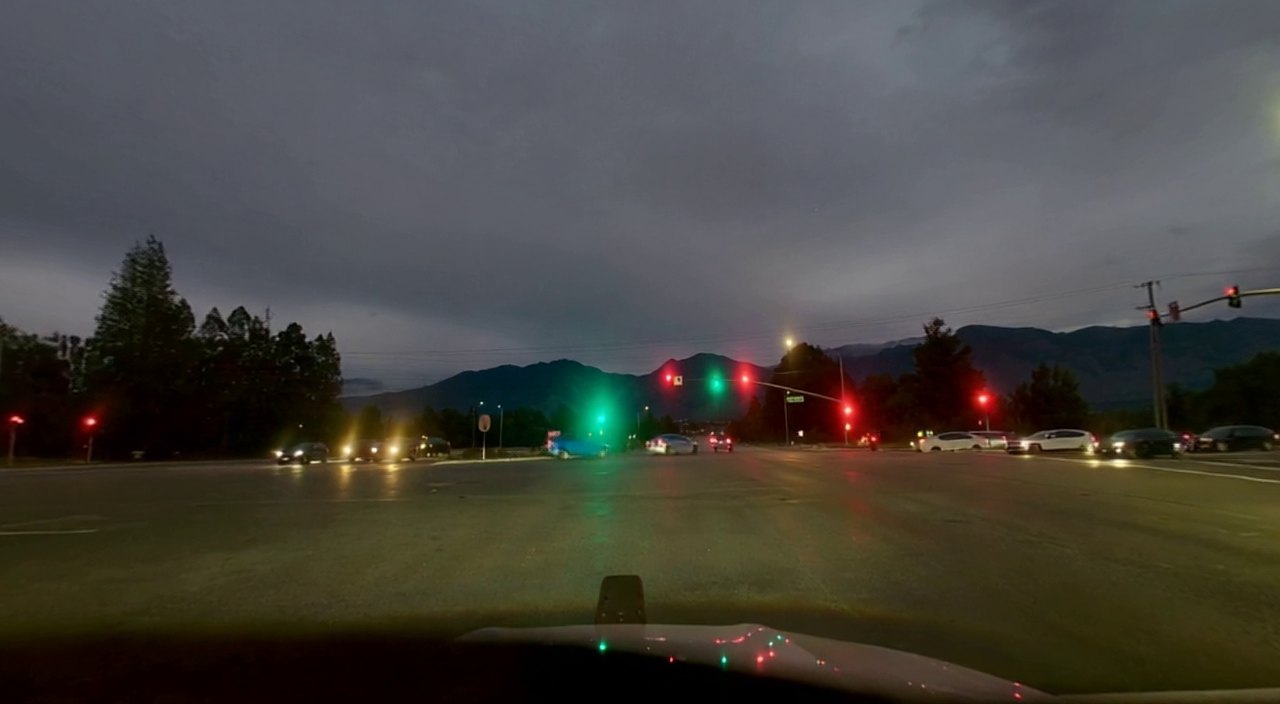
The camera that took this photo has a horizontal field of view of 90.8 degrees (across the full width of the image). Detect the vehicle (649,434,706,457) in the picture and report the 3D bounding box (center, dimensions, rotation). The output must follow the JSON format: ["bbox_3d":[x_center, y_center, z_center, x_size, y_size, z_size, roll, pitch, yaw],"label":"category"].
[{"bbox_3d":[2.674,6.530,44.191,2.044,1.542,4.218,-6,-10,36],"label":"vehicle"}]

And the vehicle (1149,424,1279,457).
[{"bbox_3d":[27.284,4.196,29.815,4.778,1.495,1.959,0,-8,0],"label":"vehicle"}]

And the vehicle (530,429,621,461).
[{"bbox_3d":[-3.692,5.372,36.446,4.812,1.735,2.105,6,-11,-37],"label":"vehicle"}]

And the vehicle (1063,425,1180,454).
[{"bbox_3d":[28.268,5.157,37.209,5.100,1.680,2.055,0,-8,1],"label":"vehicle"}]
